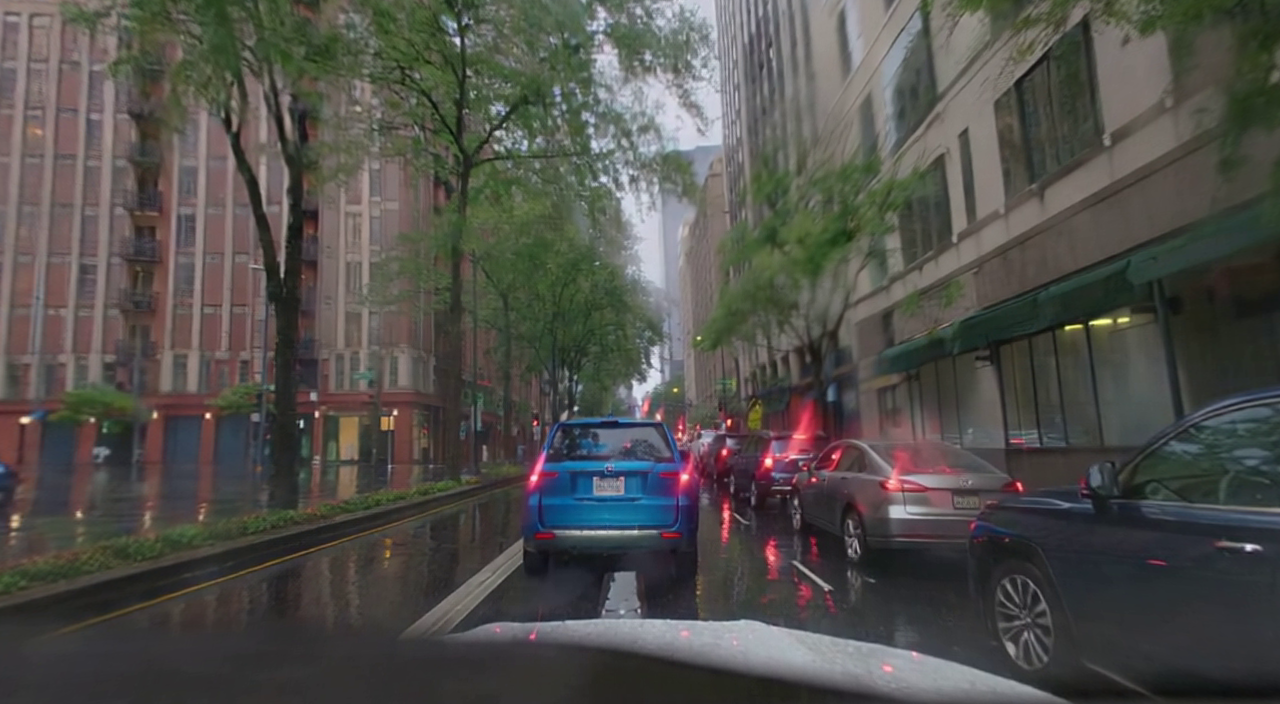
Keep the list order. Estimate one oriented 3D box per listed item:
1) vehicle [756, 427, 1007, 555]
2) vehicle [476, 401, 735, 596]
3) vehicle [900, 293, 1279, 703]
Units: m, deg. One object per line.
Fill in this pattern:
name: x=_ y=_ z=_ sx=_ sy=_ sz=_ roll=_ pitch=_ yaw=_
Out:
vehicle: x=3.284 y=1.986 z=9.800 sx=1.941 sy=1.482 sz=4.632 roll=0 pitch=-9 yaw=-2
vehicle: x=-0.345 y=1.585 z=7.641 sx=2.249 sy=1.684 sz=4.084 roll=0 pitch=-9 yaw=-1
vehicle: x=2.997 y=0.751 z=2.242 sx=2.063 sy=1.760 sz=4.664 roll=0 pitch=-9 yaw=-1
